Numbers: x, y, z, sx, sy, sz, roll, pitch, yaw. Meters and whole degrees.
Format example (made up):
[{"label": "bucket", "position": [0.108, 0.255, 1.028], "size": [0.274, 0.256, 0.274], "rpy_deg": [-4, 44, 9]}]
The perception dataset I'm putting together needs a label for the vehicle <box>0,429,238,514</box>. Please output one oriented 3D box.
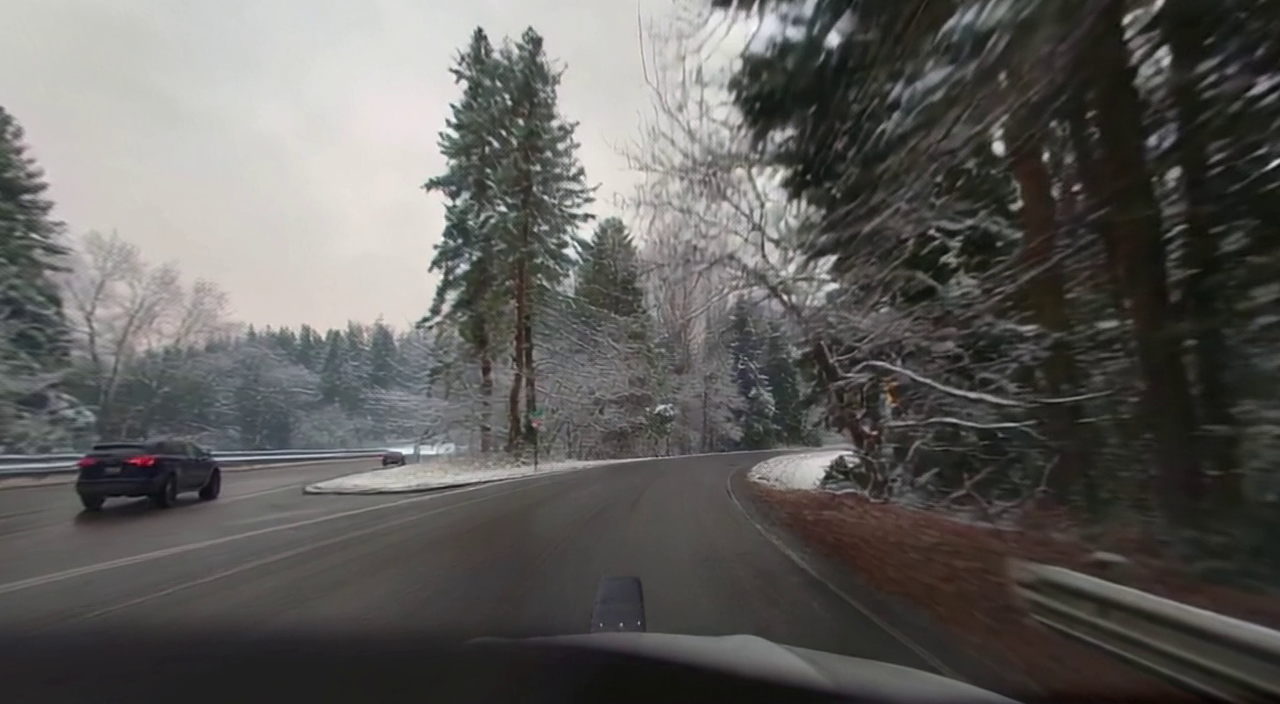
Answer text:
[{"label": "vehicle", "position": [-11.189, 2.547, 13.967], "size": [2.015, 1.517, 4.991], "rpy_deg": [1, -9, -10]}]
